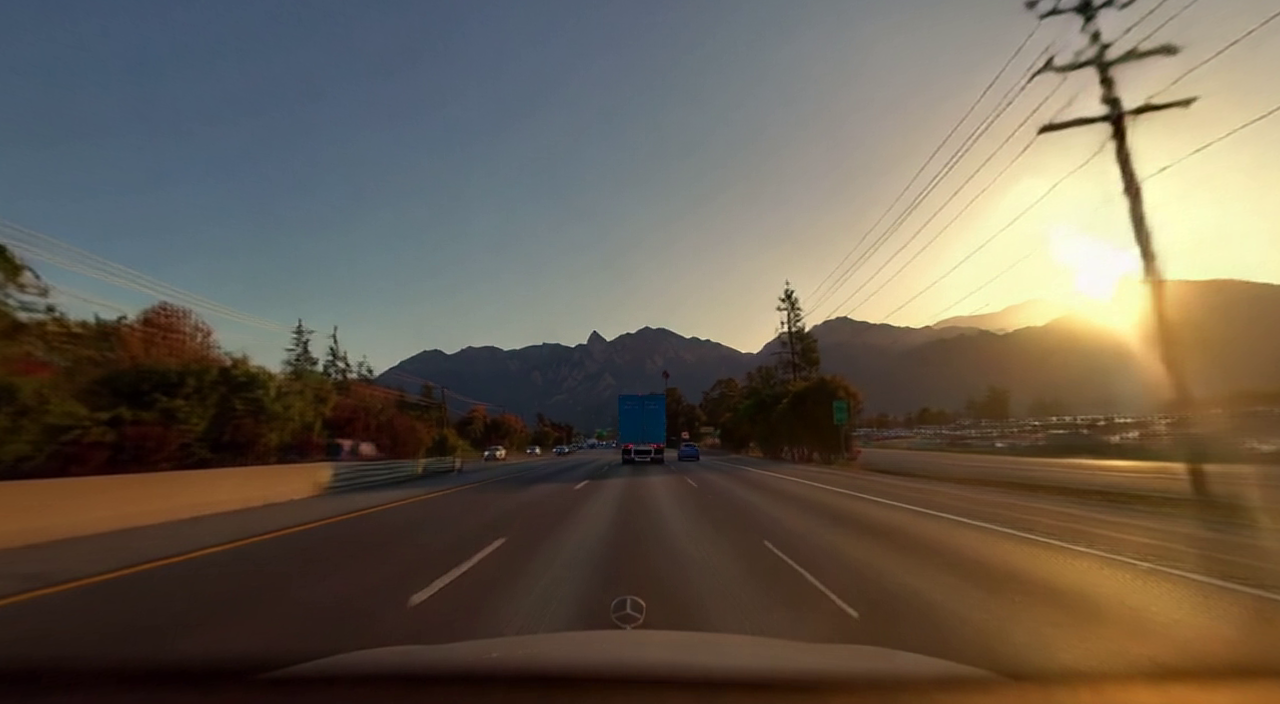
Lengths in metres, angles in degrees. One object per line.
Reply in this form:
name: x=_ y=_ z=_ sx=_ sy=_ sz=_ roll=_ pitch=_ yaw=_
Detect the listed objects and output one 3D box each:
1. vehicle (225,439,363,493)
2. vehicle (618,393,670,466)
vehicle: x=-12.488 y=4.127 z=23.246 sx=2.220 sy=1.764 sz=5.000 roll=0 pitch=-8 yaw=0
vehicle: x=0.173 y=5.260 z=41.734 sx=2.919 sy=4.101 sz=11.541 roll=0 pitch=-8 yaw=0
